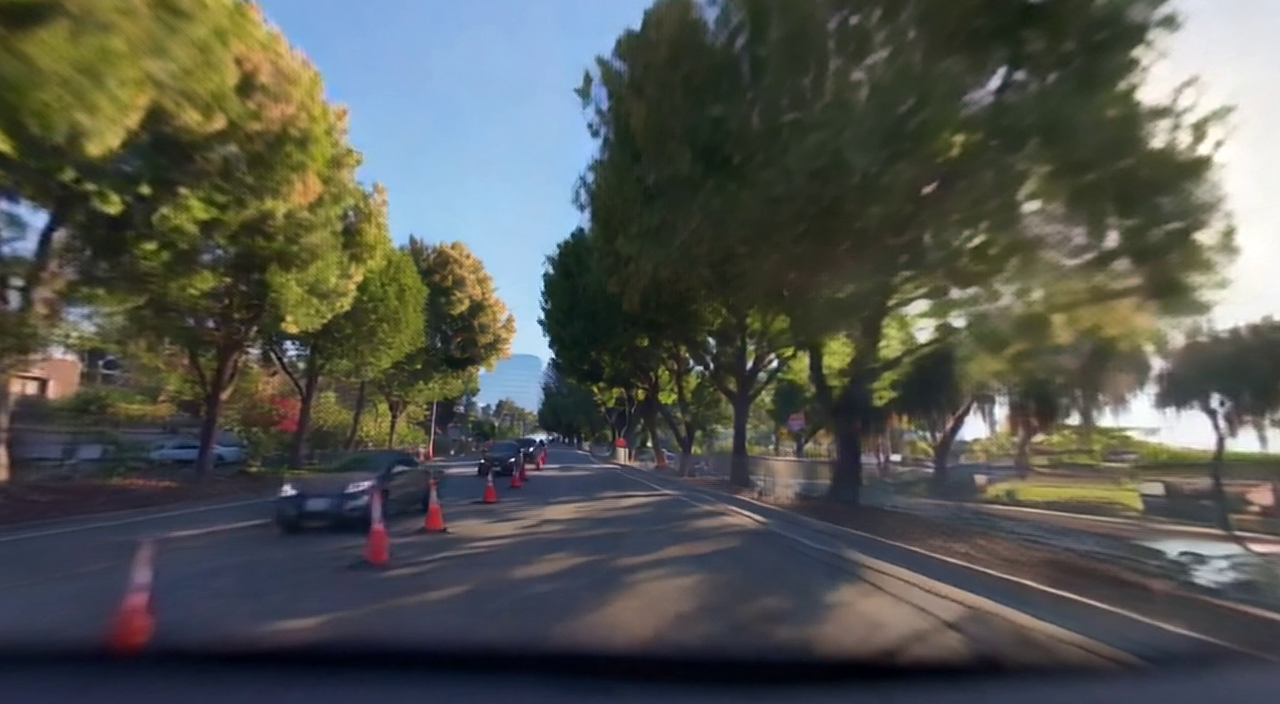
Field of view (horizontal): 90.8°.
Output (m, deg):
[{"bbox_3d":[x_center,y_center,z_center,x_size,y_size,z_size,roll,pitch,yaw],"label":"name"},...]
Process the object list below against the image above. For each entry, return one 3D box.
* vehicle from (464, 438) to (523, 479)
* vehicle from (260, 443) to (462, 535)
[{"bbox_3d":[-6.395,4.675,28.050,2.001,1.642,3.942,0,-8,-5],"label":"vehicle"},{"bbox_3d":[-4.981,2.465,12.064,1.975,1.415,4.194,0,-8,-1],"label":"vehicle"}]
